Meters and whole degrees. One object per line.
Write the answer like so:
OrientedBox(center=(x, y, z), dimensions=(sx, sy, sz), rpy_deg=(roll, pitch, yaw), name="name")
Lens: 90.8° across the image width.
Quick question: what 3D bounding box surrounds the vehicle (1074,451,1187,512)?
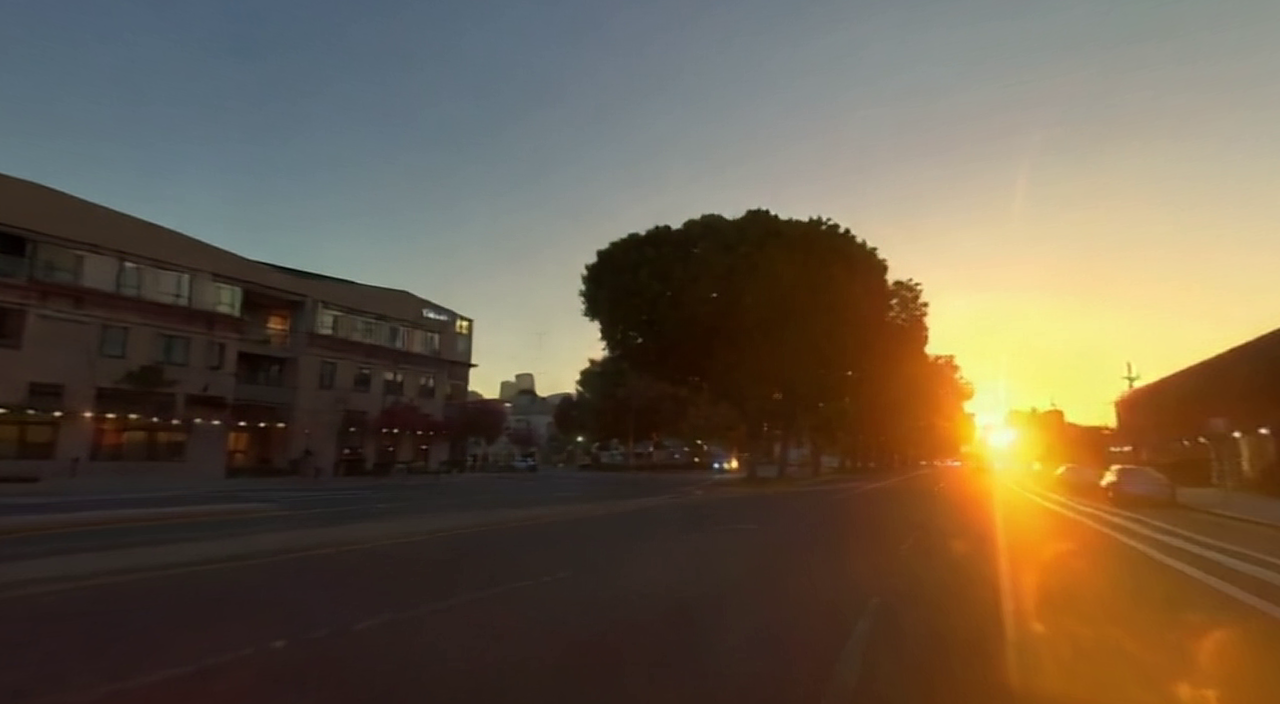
OrientedBox(center=(17.502, 4.562, 22.830), dimensions=(2.152, 1.869, 4.476), rpy_deg=(-4, -9, 24), name="vehicle")
